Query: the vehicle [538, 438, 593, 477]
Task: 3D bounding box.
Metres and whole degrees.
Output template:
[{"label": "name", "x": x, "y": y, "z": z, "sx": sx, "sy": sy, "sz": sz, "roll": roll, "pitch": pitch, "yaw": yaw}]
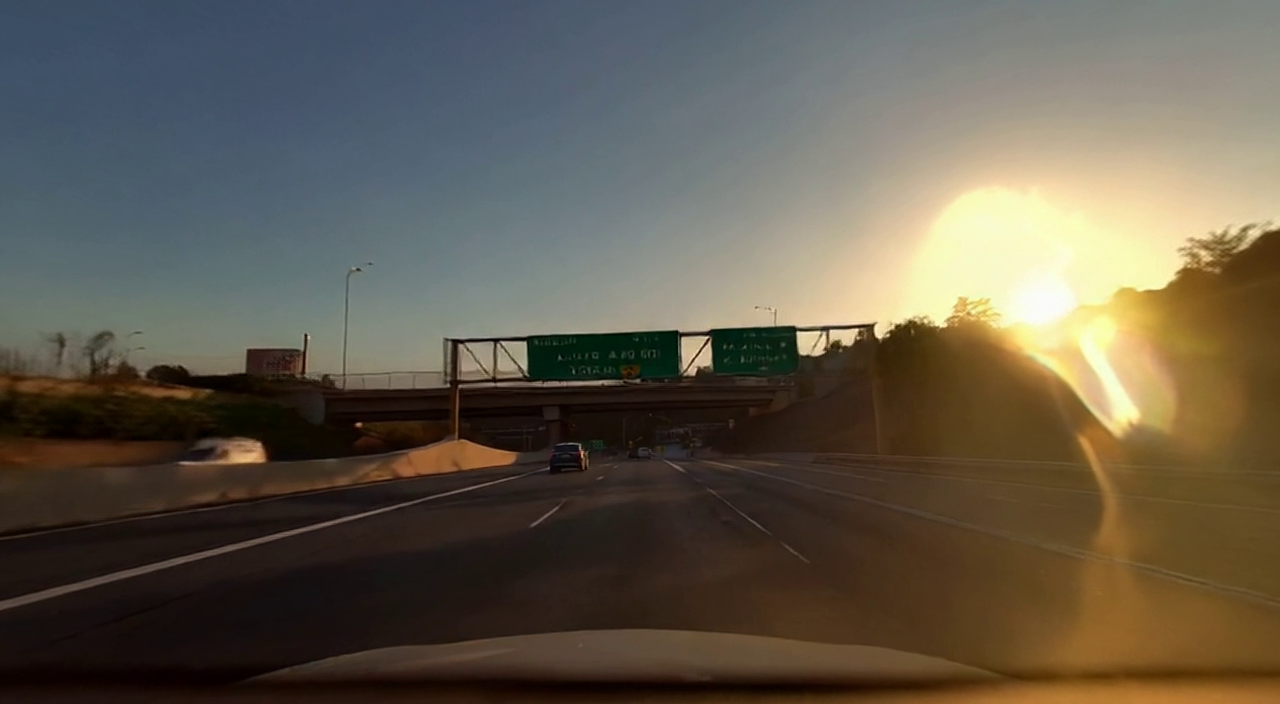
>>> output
[{"label": "vehicle", "x": -3.513, "y": 5.070, "z": 30.522, "sx": 2.072, "sy": 1.706, "sz": 4.359, "roll": 0, "pitch": -8, "yaw": 1}]
